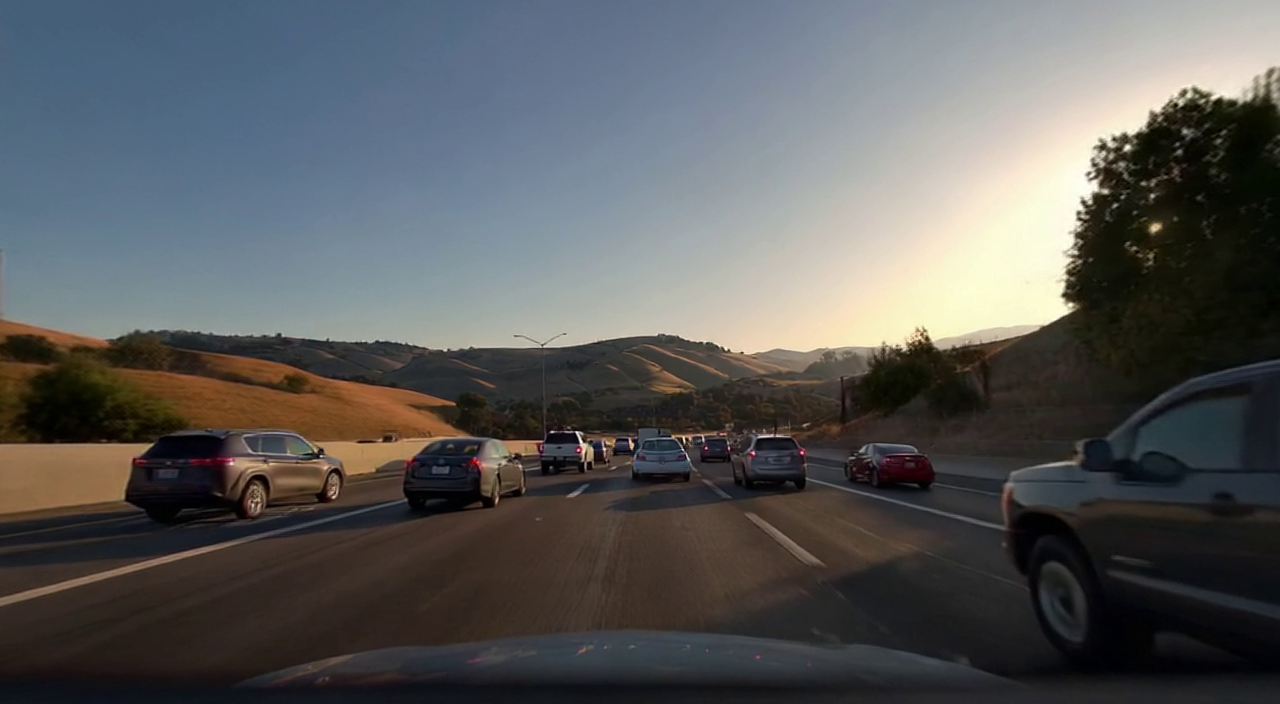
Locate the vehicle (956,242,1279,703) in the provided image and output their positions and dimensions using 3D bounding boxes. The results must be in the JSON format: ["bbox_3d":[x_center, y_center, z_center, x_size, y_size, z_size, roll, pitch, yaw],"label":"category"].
[{"bbox_3d":[3.447,0.536,2.018,2.266,1.929,5.194,0,-8,1],"label":"vehicle"}]

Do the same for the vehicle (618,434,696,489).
[{"bbox_3d":[0.519,3.285,19.358,2.105,1.471,4.349,0,-8,1],"label":"vehicle"}]

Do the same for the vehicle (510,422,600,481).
[{"bbox_3d":[-2.969,3.672,23.531,2.301,1.902,5.374,-1,-8,3],"label":"vehicle"}]

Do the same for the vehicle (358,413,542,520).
[{"bbox_3d":[-3.413,2.168,12.437,2.179,1.723,4.410,0,-8,1],"label":"vehicle"}]

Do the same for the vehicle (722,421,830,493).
[{"bbox_3d":[3.694,2.952,18.041,2.046,1.765,4.534,0,-8,0],"label":"vehicle"}]

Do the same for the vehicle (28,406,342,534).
[{"bbox_3d":[-7.677,2.039,11.482,2.017,1.810,4.782,0,-8,2],"label":"vehicle"}]

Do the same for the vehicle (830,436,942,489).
[{"bbox_3d":[7.456,3.366,19.611,1.846,1.469,4.166,0,-8,1],"label":"vehicle"}]
